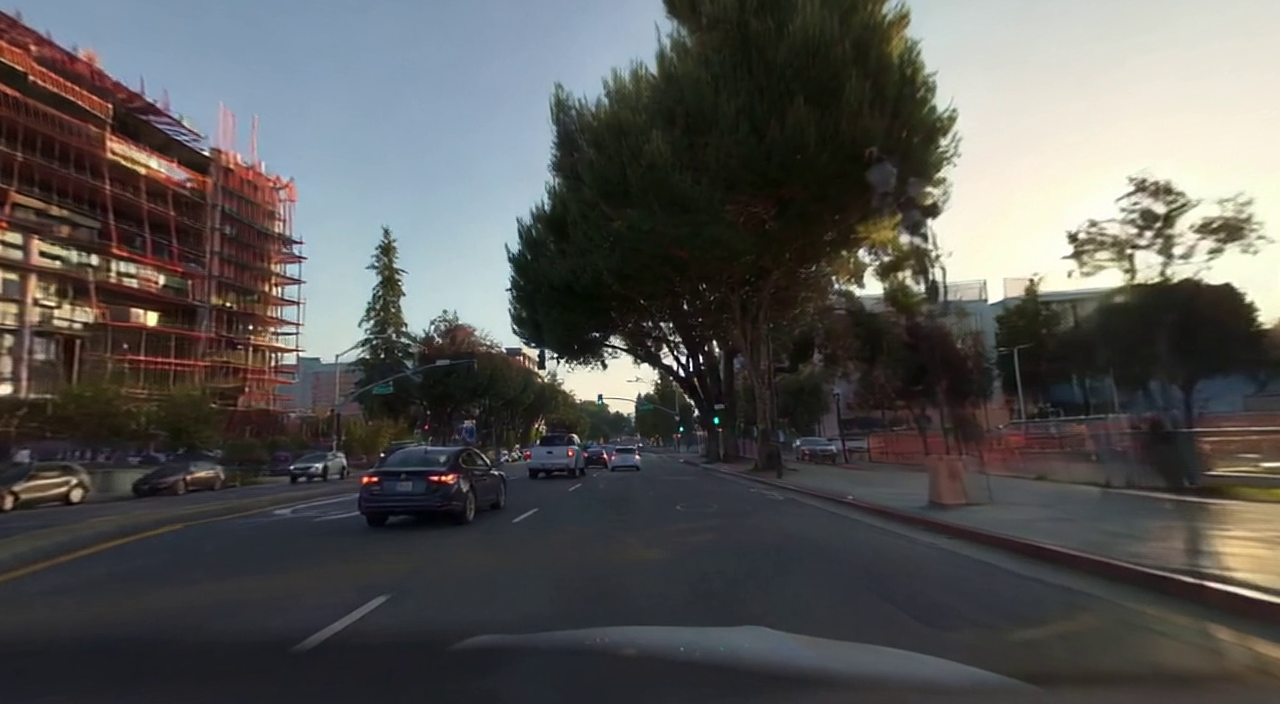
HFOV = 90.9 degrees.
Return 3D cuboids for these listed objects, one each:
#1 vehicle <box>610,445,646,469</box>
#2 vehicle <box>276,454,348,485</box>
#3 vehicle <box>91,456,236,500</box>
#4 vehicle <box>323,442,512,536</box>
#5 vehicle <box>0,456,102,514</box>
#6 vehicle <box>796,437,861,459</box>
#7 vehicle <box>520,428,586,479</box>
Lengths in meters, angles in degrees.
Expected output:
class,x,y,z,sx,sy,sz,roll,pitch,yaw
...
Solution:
class,x,y,z,sx,sy,sz,roll,pitch,yaw
vehicle,-0.737,6.632,40.051,2.171,1.422,4.146,0,-9,0
vehicle,-19.610,7.020,37.962,1.965,1.539,4.461,-4,-9,1
vehicle,-19.589,5.165,26.276,1.993,1.552,5.039,-1,-9,2
vehicle,-3.887,2.448,11.981,1.959,1.406,4.527,0,-9,0
vehicle,-19.709,4.098,19.585,2.029,1.637,4.338,0,-9,1
vehicle,13.197,6.710,44.182,4.061,1.465,1.803,2,-8,-18
vehicle,-3.797,4.565,28.495,2.240,2.054,4.662,0,-9,1
